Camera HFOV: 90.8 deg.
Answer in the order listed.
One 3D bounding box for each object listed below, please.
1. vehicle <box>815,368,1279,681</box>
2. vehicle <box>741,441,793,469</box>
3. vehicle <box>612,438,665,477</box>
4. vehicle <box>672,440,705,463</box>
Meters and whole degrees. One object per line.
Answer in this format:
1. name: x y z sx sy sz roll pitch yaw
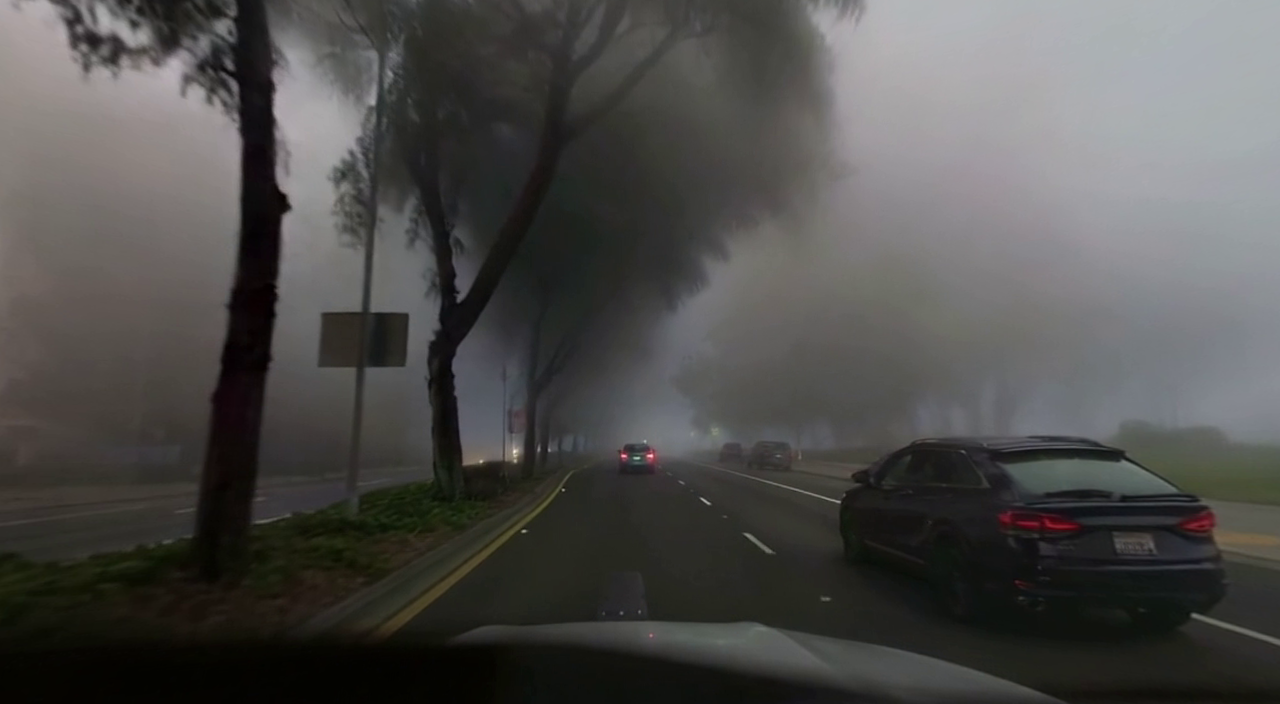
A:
1. vehicle: 3.126 1.248 5.586 1.949 1.723 4.020 0 -9 0
2. vehicle: 7.339 5.972 36.890 1.936 1.516 4.579 0 -9 -2
3. vehicle: -0.096 4.282 25.822 2.006 1.487 3.535 0 -9 -1
4. vehicle: 3.360 7.002 44.587 1.910 1.474 4.003 0 -9 -1
